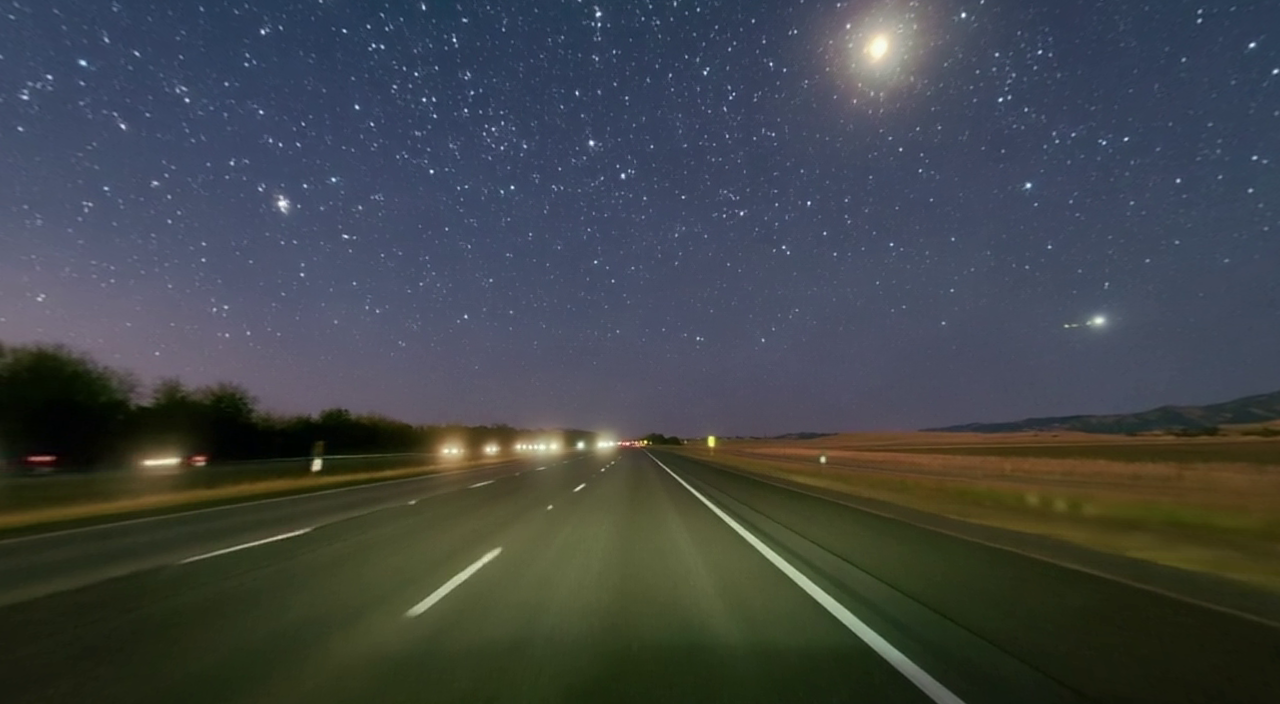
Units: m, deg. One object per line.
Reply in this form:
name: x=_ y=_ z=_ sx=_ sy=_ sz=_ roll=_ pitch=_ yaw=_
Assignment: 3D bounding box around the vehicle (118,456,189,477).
vehicle: x=-36.417 y=8.571 z=47.427 sx=1.875 sy=1.450 sz=4.303 roll=0 pitch=-8 yaw=-1
